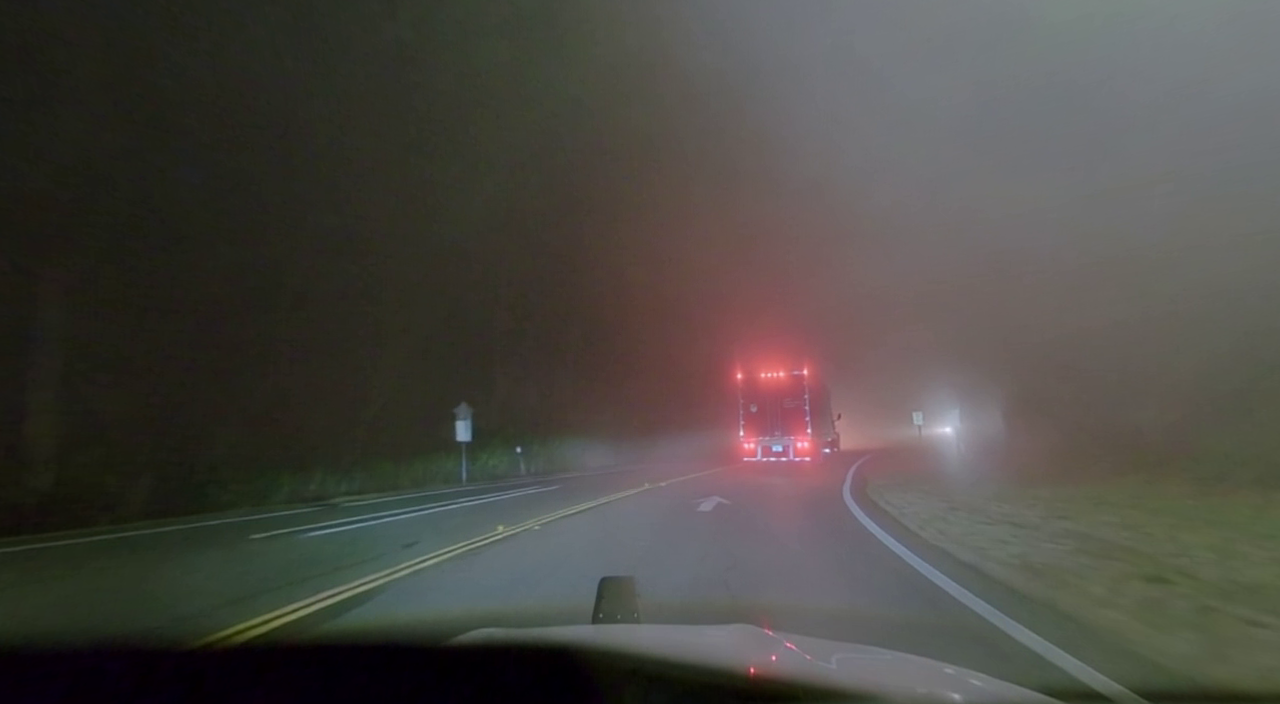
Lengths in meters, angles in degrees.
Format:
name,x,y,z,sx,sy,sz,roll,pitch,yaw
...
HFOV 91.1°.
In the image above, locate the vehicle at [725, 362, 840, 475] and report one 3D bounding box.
name,x,y,z,sx,sy,sz,roll,pitch,yaw
vehicle,6.275,2.920,26.064,2.837,3.712,10.484,-3,-9,22
